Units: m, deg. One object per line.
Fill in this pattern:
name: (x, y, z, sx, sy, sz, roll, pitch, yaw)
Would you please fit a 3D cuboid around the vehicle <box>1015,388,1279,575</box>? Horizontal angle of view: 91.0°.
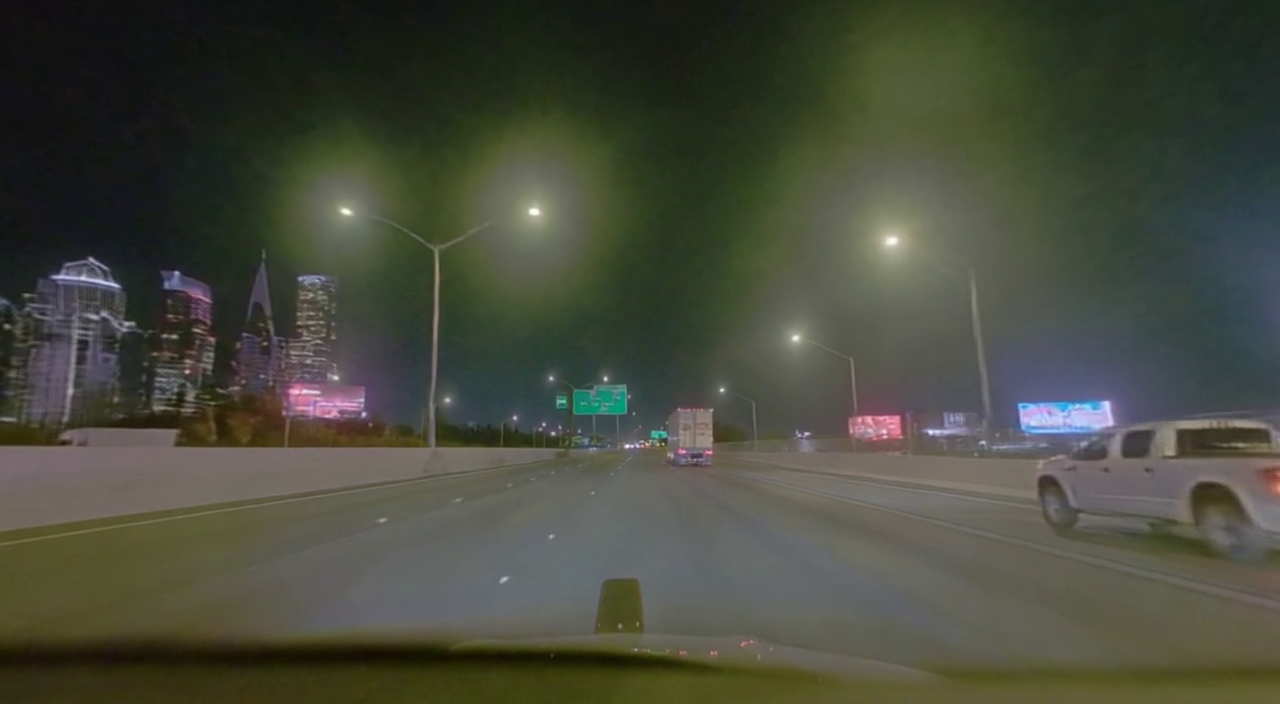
vehicle: (8.002, 1.649, 8.482, 2.544, 1.947, 5.288, 0, -9, -1)
